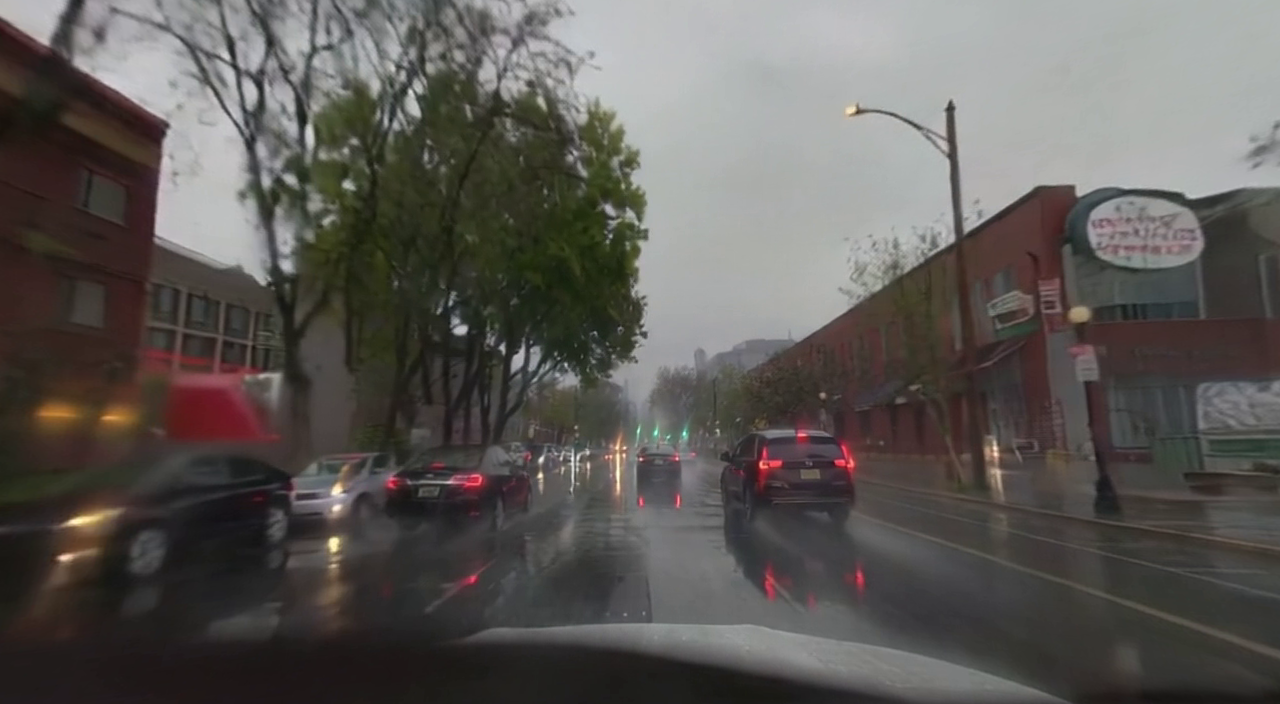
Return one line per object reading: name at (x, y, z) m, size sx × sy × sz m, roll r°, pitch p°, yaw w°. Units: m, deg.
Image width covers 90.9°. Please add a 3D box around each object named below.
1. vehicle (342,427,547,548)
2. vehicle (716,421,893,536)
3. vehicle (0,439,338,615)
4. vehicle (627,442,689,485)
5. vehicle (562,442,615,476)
vehicle at (-2.968, 2.143, 10.641) m, size 2.085 × 1.619 × 3.976 m, roll -1°, pitch -8°, yaw 1°
vehicle at (2.749, 2.226, 11.747) m, size 2.094 × 1.709 × 4.394 m, roll 0°, pitch -8°, yaw 0°
vehicle at (-5.821, 1.843, 7.736) m, size 1.886 × 1.494 × 4.496 m, roll -1°, pitch -8°, yaw 2°
vehicle at (0.657, 4.186, 24.138) m, size 2.139 × 1.466 × 4.373 m, roll 0°, pitch -8°, yaw 1°
vehicle at (-2.383, 5.113, 30.438) m, size 2.019 × 1.507 × 4.643 m, roll -1°, pitch -8°, yaw 2°
